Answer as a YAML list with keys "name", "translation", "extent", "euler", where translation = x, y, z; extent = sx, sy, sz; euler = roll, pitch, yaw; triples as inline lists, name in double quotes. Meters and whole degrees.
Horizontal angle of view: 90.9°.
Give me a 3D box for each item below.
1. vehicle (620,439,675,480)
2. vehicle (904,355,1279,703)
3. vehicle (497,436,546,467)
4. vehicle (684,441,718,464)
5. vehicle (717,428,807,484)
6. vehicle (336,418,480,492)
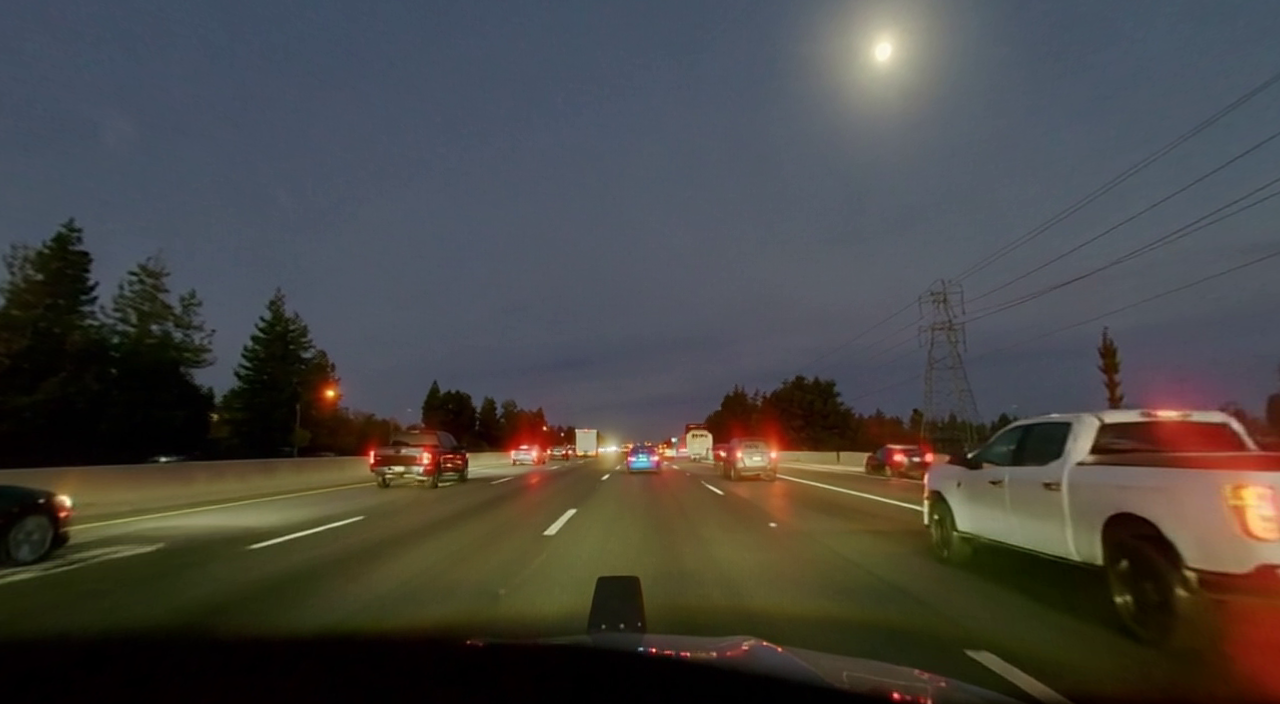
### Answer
- name: "vehicle"
  translation: [0.276, 4.173, 24.696]
  extent: [1.966, 1.444, 3.986]
  euler: [0, -9, 0]
- name: "vehicle"
  translation: [3.977, 1.160, 4.878]
  extent: [2.002, 1.691, 4.290]
  euler: [0, -9, 0]
- name: "vehicle"
  translation: [-6.919, 5.873, 37.313]
  extent: [1.978, 1.680, 4.263]
  euler: [0, -9, 1]
- name: "vehicle"
  translation: [4.078, 6.821, 42.915]
  extent: [1.895, 1.429, 3.908]
  euler: [0, -9, -1]
- name: "vehicle"
  translation: [4.212, 3.678, 22.575]
  extent: [2.195, 1.778, 4.455]
  euler: [0, -9, -2]
- name: "vehicle"
  translation: [-6.922, 3.175, 19.740]
  extent: [2.269, 1.936, 5.777]
  euler: [0, -9, 0]
